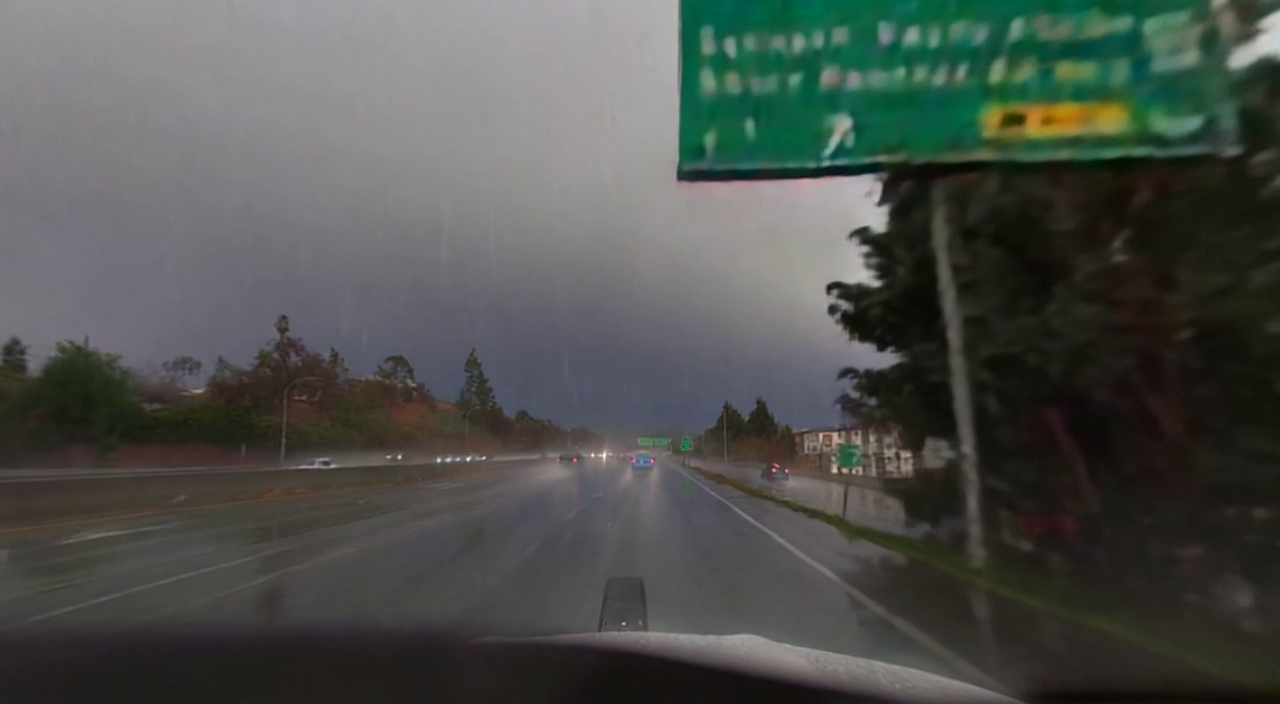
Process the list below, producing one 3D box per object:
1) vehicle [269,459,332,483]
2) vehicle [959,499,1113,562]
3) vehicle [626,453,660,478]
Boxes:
[{"bbox_3d":[-22.896,8.042,42.674,1.810,1.450,4.356,0,-9,0],"label":"vehicle"},{"bbox_3d":[17.249,7.762,28.004,2.599,1.962,5.759,1,-9,-7],"label":"vehicle"},{"bbox_3d":[0.204,7.157,39.957,2.051,1.443,3.770,0,-9,1],"label":"vehicle"}]
